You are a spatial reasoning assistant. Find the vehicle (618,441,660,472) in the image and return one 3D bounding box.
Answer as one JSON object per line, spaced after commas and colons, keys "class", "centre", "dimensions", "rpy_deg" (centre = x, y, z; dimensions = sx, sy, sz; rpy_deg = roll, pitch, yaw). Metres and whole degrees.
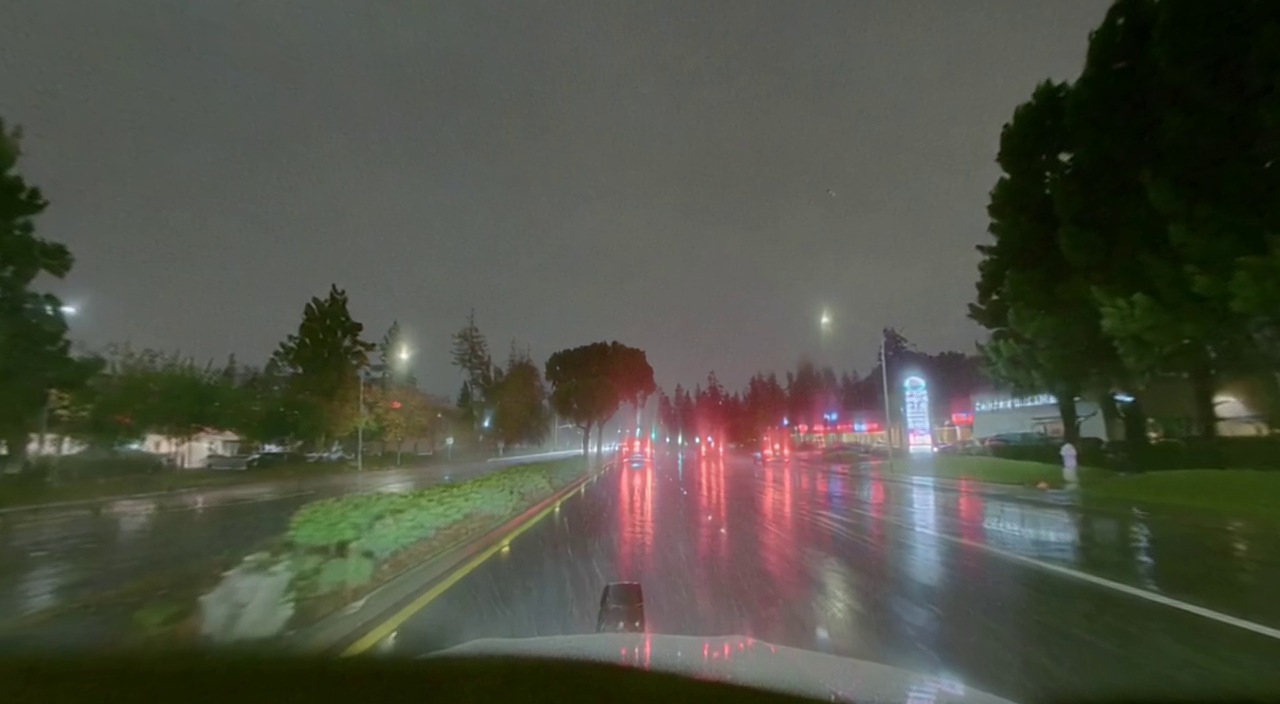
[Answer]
{"class": "vehicle", "centre": [-0.051, 5.537, 33.748], "dimensions": [2.072, 1.545, 4.578], "rpy_deg": [0, -8, 0]}
